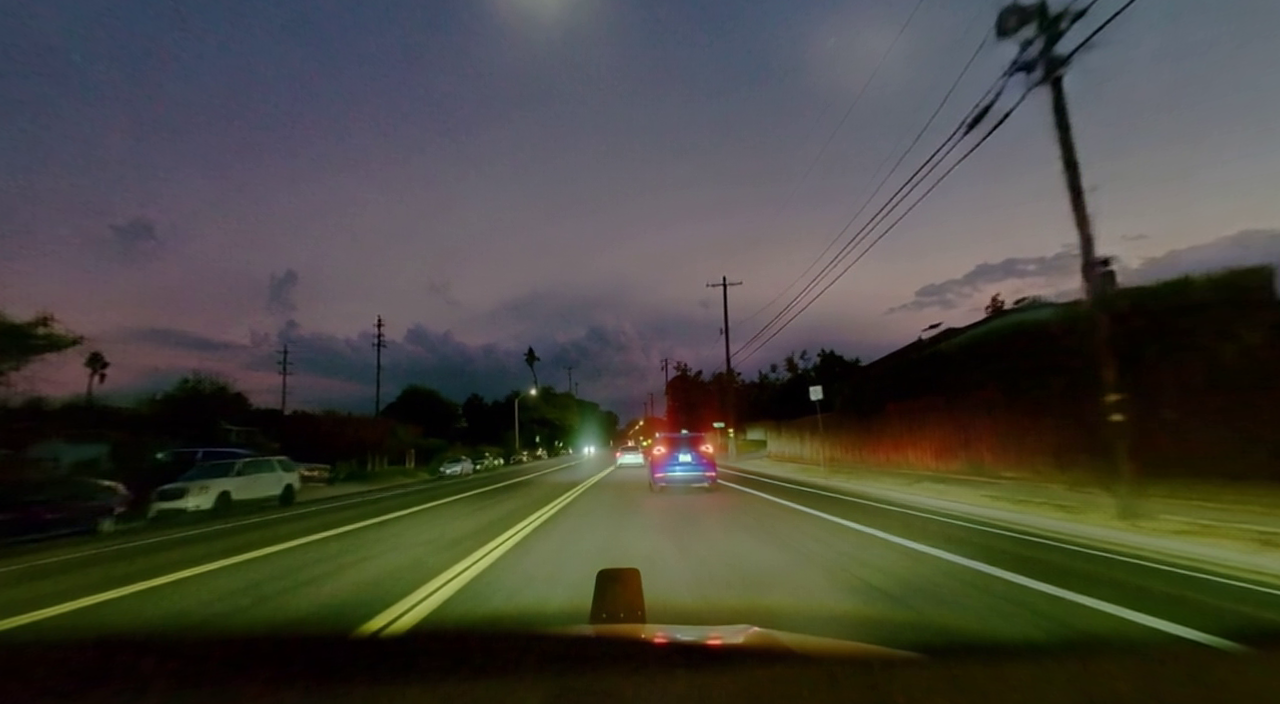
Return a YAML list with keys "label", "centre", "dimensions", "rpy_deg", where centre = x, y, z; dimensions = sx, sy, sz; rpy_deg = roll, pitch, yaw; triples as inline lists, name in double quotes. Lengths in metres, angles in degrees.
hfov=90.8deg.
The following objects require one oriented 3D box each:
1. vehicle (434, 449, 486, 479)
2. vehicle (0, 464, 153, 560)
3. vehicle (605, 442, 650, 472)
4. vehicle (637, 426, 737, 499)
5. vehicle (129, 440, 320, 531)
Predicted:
- label: "vehicle"
  centre: [-12.386, 7.733, 43.912]
  dimensions: [2.150, 1.644, 5.120]
  rpy_deg: [-5, -8, -1]
- label: "vehicle"
  centre: [-12.152, 3.111, 12.211]
  dimensions: [1.897, 1.498, 4.628]
  rpy_deg: [-5, -8, -1]
- label: "vehicle"
  centre: [-0.636, 5.375, 32.583]
  dimensions: [2.196, 1.449, 4.006]
  rpy_deg: [0, -8, -1]
- label: "vehicle"
  centre: [1.145, 3.034, 17.843]
  dimensions: [2.200, 1.763, 4.676]
  rpy_deg: [0, -8, -3]
- label: "vehicle"
  centre: [-12.203, 3.845, 19.134]
  dimensions: [2.504, 2.031, 5.237]
  rpy_deg: [-6, -7, -3]
